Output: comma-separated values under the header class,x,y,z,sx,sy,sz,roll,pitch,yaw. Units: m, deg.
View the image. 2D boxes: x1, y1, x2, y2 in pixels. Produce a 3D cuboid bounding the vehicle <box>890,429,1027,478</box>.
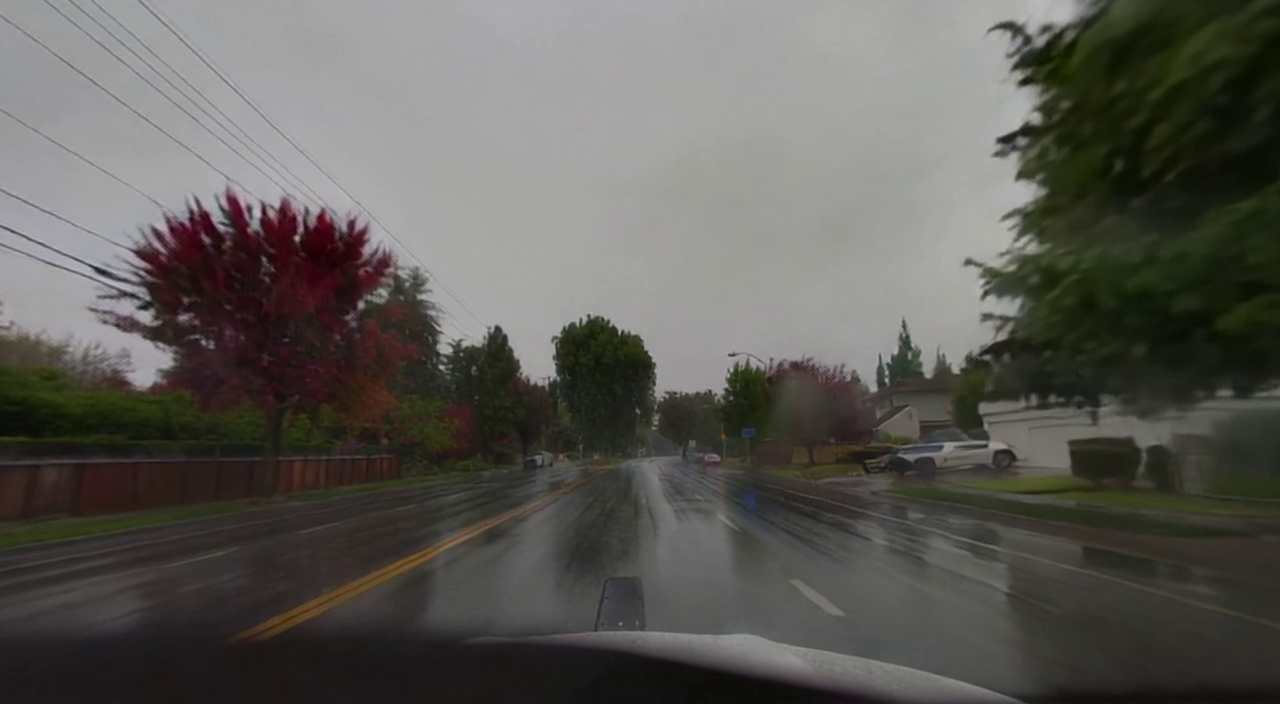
class,x,y,z,sx,sy,sz,roll,pitch,yaw
vehicle,13.530,4.359,27.094,4.711,1.979,2.019,-1,-9,4
